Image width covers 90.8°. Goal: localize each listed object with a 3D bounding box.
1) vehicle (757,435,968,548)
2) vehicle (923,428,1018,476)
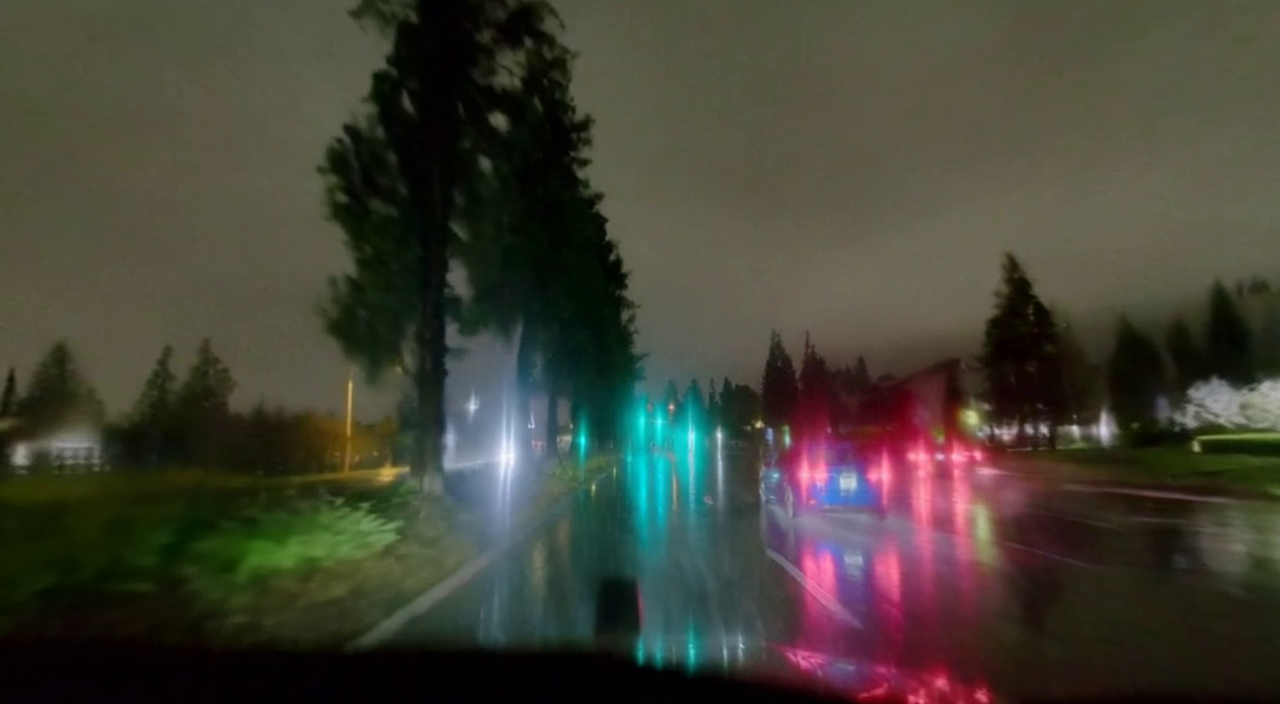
[{"bbox_3d":[3.366,2.176,10.594,1.950,1.473,4.259,0,-8,0],"label":"vehicle"},{"bbox_3d":[17.097,5.214,33.146,2.868,2.233,6.035,-2,-9,13],"label":"vehicle"}]
